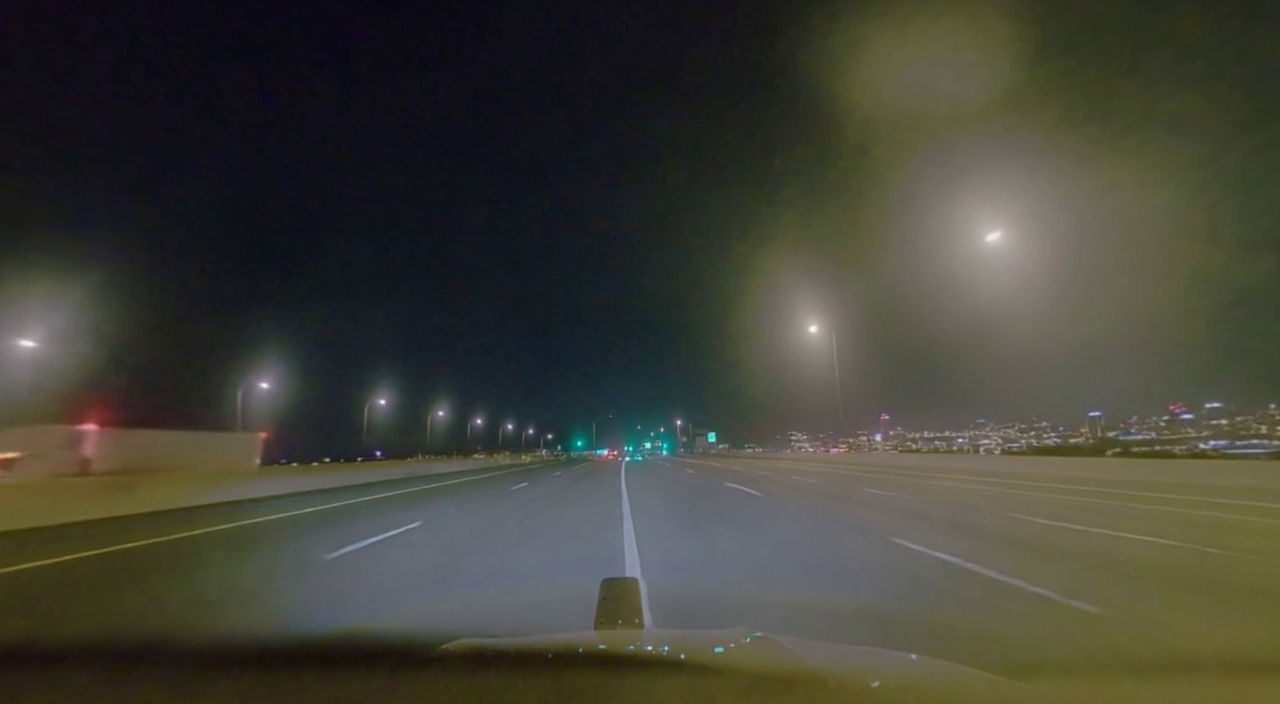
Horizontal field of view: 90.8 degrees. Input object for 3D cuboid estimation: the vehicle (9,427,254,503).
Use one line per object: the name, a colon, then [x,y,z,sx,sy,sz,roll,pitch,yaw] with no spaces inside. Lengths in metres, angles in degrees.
vehicle: [-31.550,7.114,41.182,2.846,3.937,16.382,0,-8,-1]

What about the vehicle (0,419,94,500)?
vehicle: [-31.308,5.271,31.125,2.910,3.762,6.413,-1,-8,-1]
